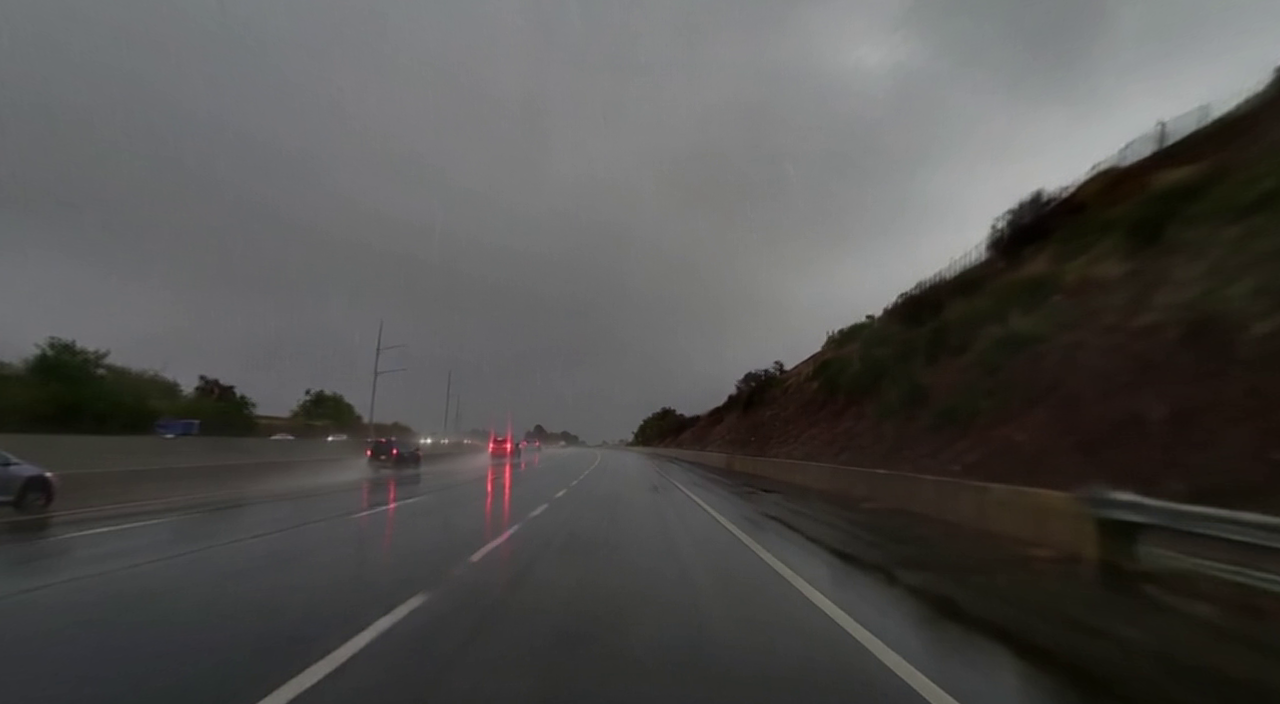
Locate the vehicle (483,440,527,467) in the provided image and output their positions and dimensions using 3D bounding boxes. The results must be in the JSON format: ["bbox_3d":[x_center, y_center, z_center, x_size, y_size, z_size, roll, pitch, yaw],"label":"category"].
[{"bbox_3d":[-9.056,6.815,42.587,2.104,1.715,4.319,0,-9,-2],"label":"vehicle"}]

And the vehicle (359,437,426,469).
[{"bbox_3d":[-15.852,6.500,40.820,2.240,1.953,5.452,0,-9,-2],"label":"vehicle"}]
